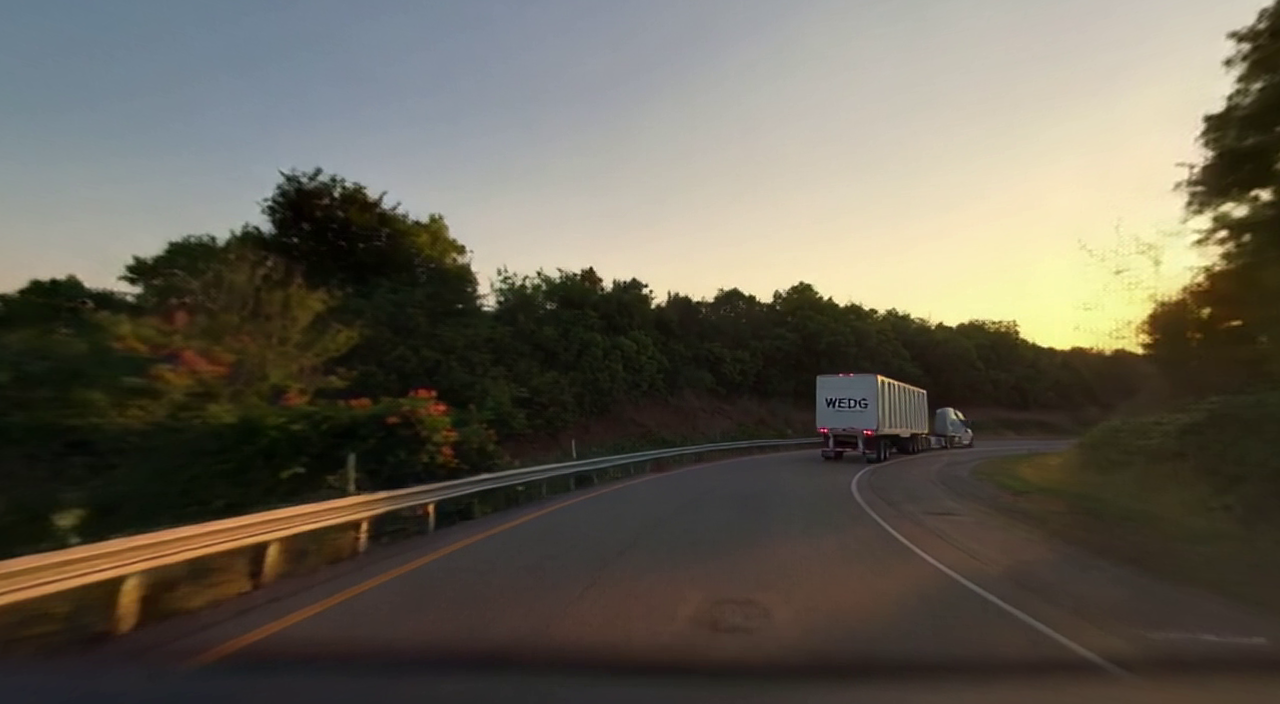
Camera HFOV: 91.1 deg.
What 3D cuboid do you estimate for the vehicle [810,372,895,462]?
[{"bbox_3d":[9.635,2.995,28.398,2.963,3.771,3.137,-4,-9,29],"label":"vehicle"}]

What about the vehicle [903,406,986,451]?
[{"bbox_3d":[18.665,4.710,38.344,6.650,2.524,2.120,7,-11,-43],"label":"vehicle"}]
